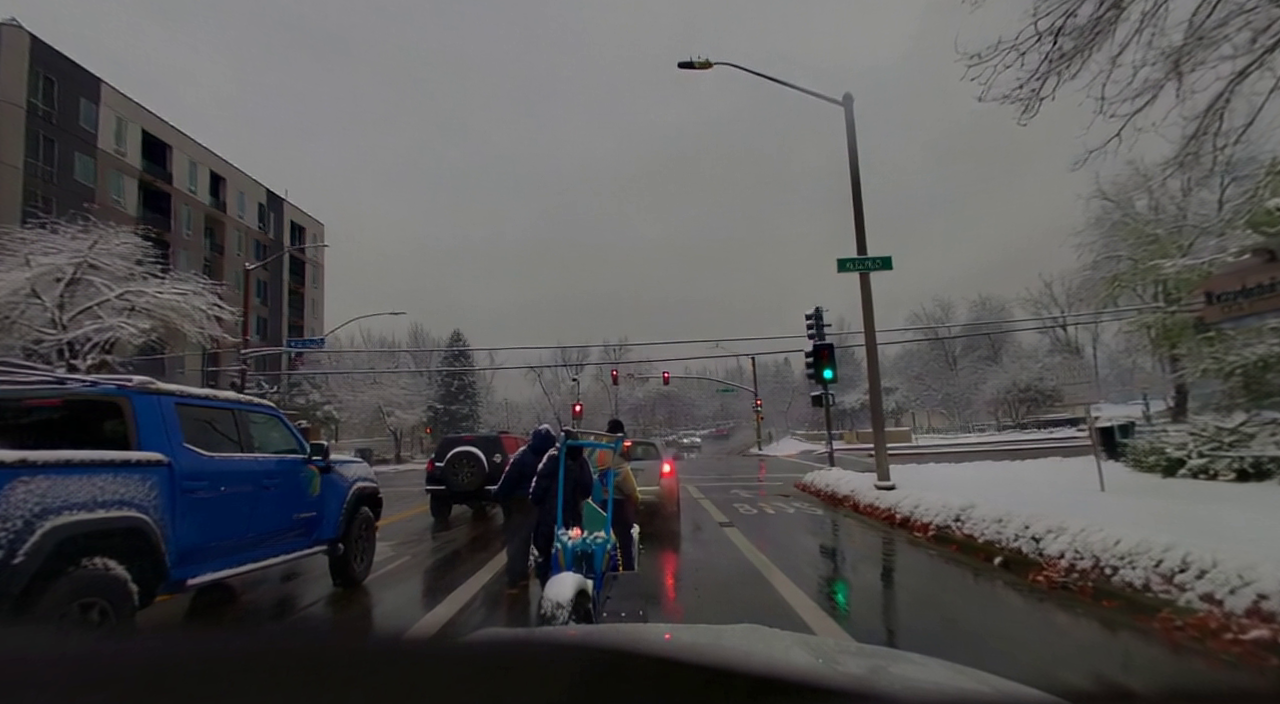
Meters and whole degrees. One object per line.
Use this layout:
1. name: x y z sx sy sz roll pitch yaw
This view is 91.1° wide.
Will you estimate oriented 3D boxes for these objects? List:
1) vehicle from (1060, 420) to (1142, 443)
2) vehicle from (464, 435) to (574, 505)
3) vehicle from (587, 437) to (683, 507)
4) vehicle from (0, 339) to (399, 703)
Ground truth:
1. vehicle: 30.728 5.348 41.879 1.751 1.420 4.027 8 -12 -43
2. vehicle: -3.075 3.084 16.872 1.935 1.615 4.073 -1 -8 3
3. vehicle: -0.020 2.829 15.270 2.025 1.458 4.085 -1 -8 3
4. vehicle: -3.613 1.138 4.424 2.000 1.809 4.405 0 -8 1
